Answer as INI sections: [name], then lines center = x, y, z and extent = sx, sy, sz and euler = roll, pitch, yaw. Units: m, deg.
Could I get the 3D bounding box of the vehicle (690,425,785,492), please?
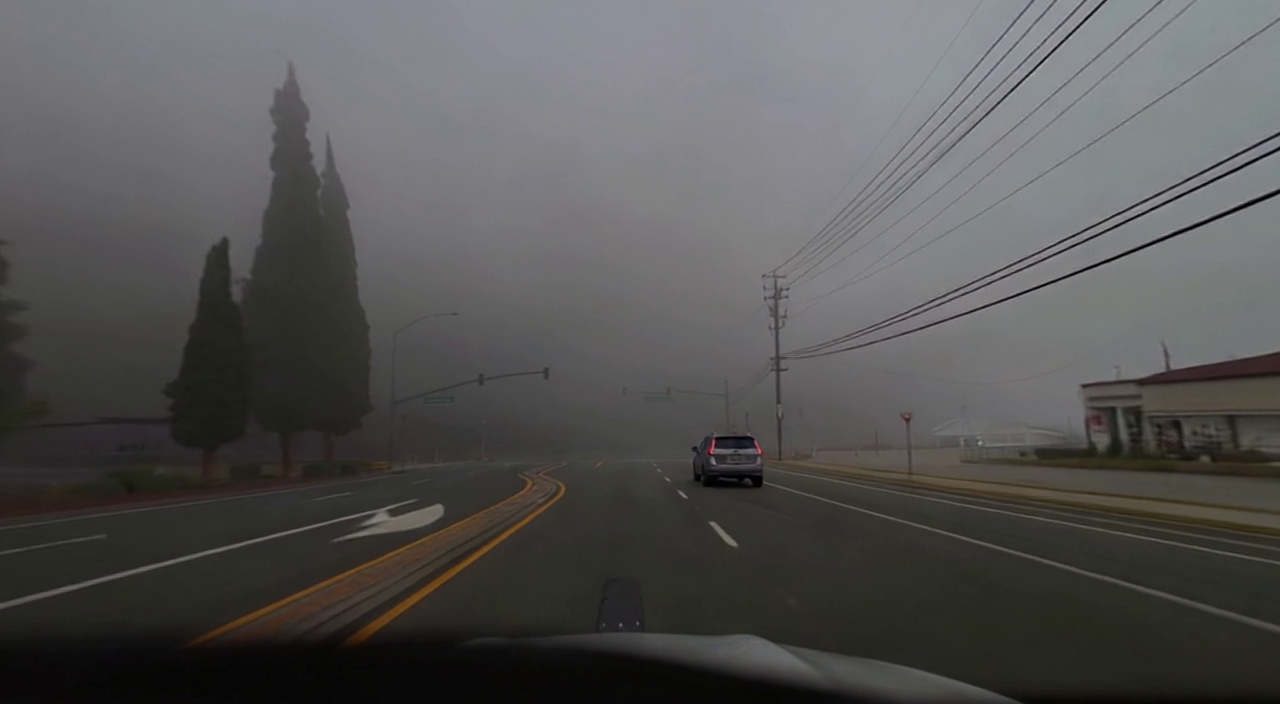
[vehicle]
center = 2.860, 3.267, 19.706
extent = 2.060, 1.820, 4.713
euler = 0, -9, -2
